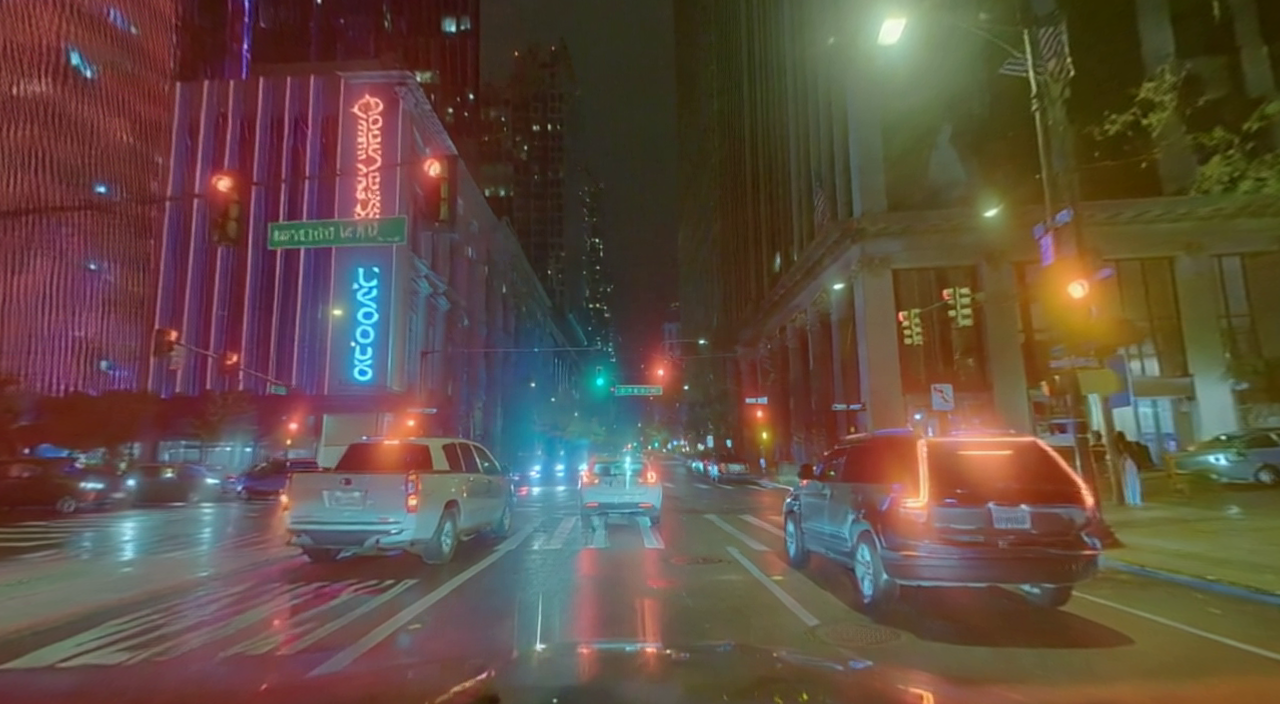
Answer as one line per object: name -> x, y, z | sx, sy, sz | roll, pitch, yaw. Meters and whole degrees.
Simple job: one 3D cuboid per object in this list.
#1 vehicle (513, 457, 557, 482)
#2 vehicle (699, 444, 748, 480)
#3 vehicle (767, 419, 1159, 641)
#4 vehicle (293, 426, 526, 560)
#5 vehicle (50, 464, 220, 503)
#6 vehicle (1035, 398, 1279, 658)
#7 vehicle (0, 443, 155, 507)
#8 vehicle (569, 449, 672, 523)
vehicle -> -6.695, 7.564, 40.897 | 2.052, 1.471, 4.225 | 0, -8, 1
vehicle -> 5.666, 7.558, 43.805 | 2.420, 2.300, 5.313 | 0, -8, -3
vehicle -> 3.040, 1.758, 7.442 | 2.072, 1.735, 4.759 | 0, -8, 0
vehicle -> -3.686, 2.354, 11.482 | 2.190, 1.840, 5.272 | 0, -8, 0
vehicle -> -20.254, 5.283, 25.513 | 5.153, 1.449, 1.966 | 0, -8, 0
vehicle -> 5.876, 1.406, 5.301 | 2.123, 1.936, 4.538 | 0, -8, 0
vehicle -> -30.883, 6.680, 34.752 | 5.896, 3.276, 2.809 | 0, -8, 0
vehicle -> -0.405, 3.065, 15.027 | 2.092, 1.454, 4.132 | 0, -8, 0
